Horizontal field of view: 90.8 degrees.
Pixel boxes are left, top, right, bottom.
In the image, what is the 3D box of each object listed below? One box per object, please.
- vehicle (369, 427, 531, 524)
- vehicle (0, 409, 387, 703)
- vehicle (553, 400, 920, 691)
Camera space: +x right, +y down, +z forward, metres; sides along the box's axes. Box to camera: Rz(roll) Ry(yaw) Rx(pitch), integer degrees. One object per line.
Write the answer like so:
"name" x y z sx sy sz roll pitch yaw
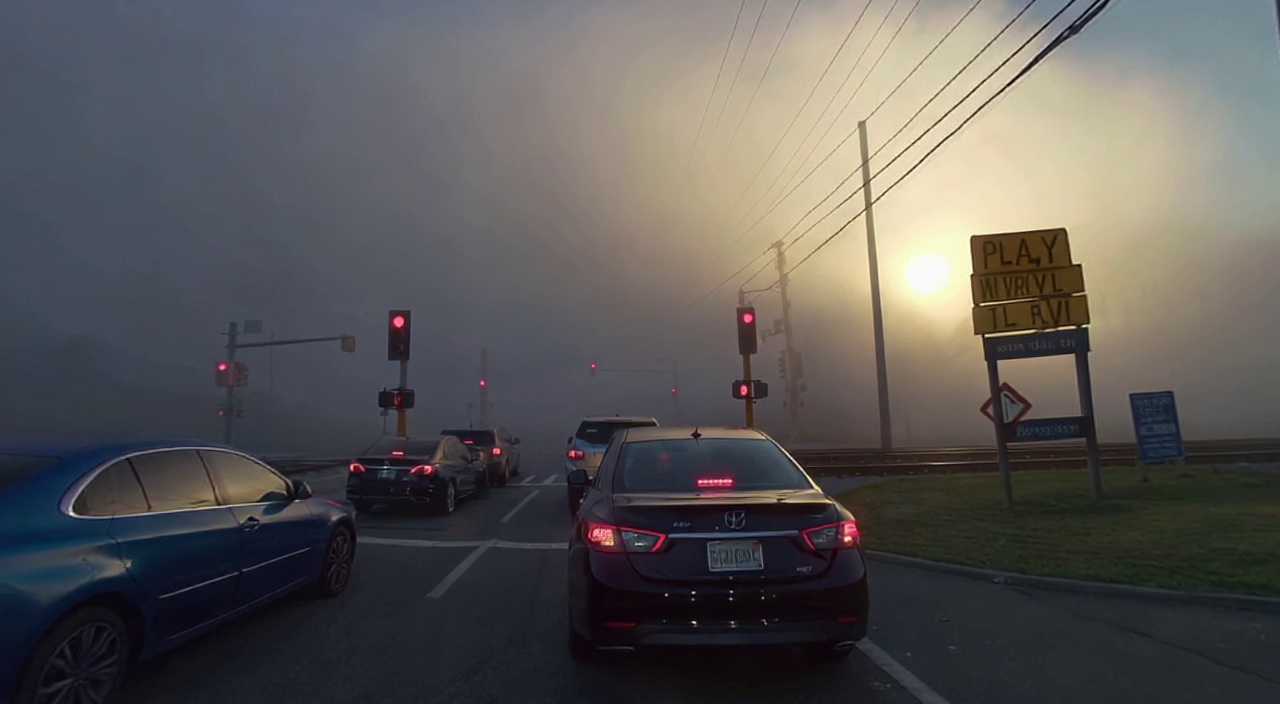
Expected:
"vehicle" -3.362 2.263 12.080 1.984 1.505 3.982 0 -9 -2
"vehicle" -3.709 1.249 4.450 1.956 1.468 4.585 0 -9 0
"vehicle" 0.408 1.332 5.460 1.998 1.529 3.960 1 -9 -4
